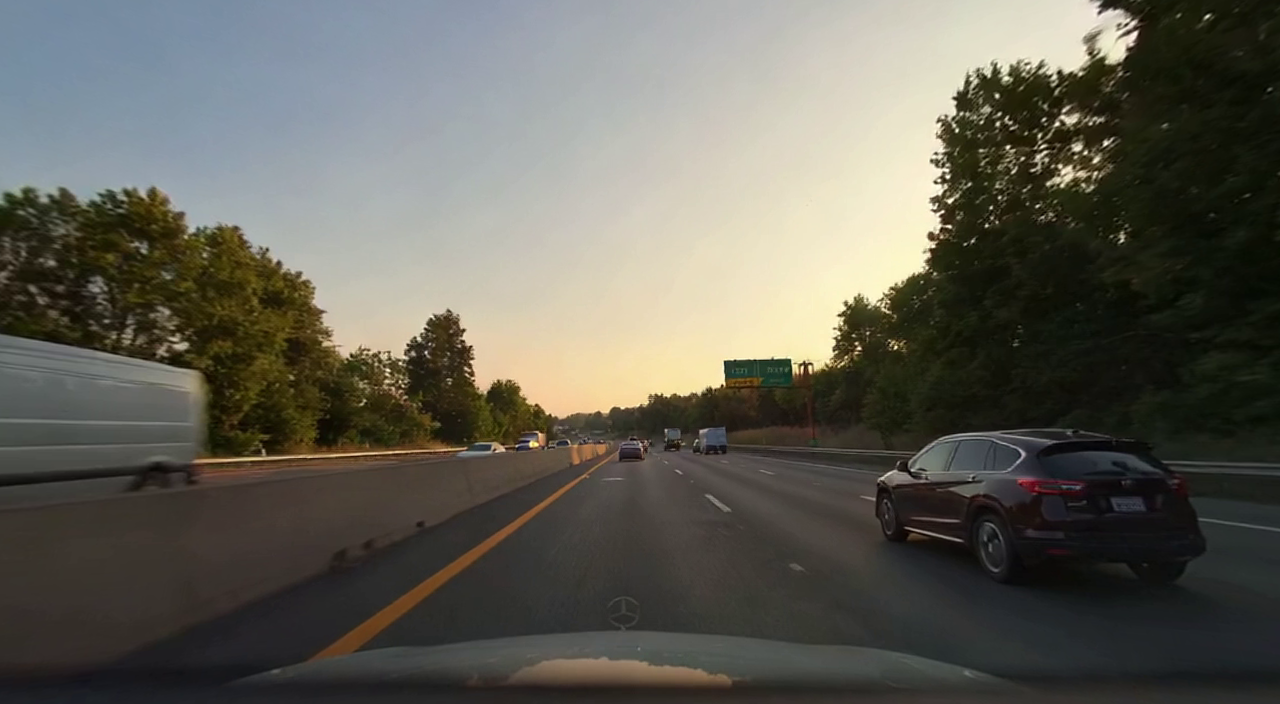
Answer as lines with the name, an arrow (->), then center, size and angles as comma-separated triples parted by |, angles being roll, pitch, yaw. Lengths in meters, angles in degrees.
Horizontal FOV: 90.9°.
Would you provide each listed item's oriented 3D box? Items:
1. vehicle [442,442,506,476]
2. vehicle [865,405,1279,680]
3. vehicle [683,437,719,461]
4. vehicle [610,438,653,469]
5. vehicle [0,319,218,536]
vehicle -> -7.750, 5.016, 29.903 | 1.897, 1.451, 4.137 | 0, -8, 0
vehicle -> 3.995, 1.370, 5.904 | 1.961, 1.495, 4.743 | 0, -8, -1
vehicle -> 4.224, 6.713, 43.928 | 1.995, 1.556, 3.893 | 0, -8, -2
vehicle -> -0.458, 5.211, 32.780 | 2.055, 1.466, 4.317 | 0, -8, -1
vehicle -> -11.675, 1.387, 11.389 | 2.726, 3.457, 7.709 | 0, -8, 0
